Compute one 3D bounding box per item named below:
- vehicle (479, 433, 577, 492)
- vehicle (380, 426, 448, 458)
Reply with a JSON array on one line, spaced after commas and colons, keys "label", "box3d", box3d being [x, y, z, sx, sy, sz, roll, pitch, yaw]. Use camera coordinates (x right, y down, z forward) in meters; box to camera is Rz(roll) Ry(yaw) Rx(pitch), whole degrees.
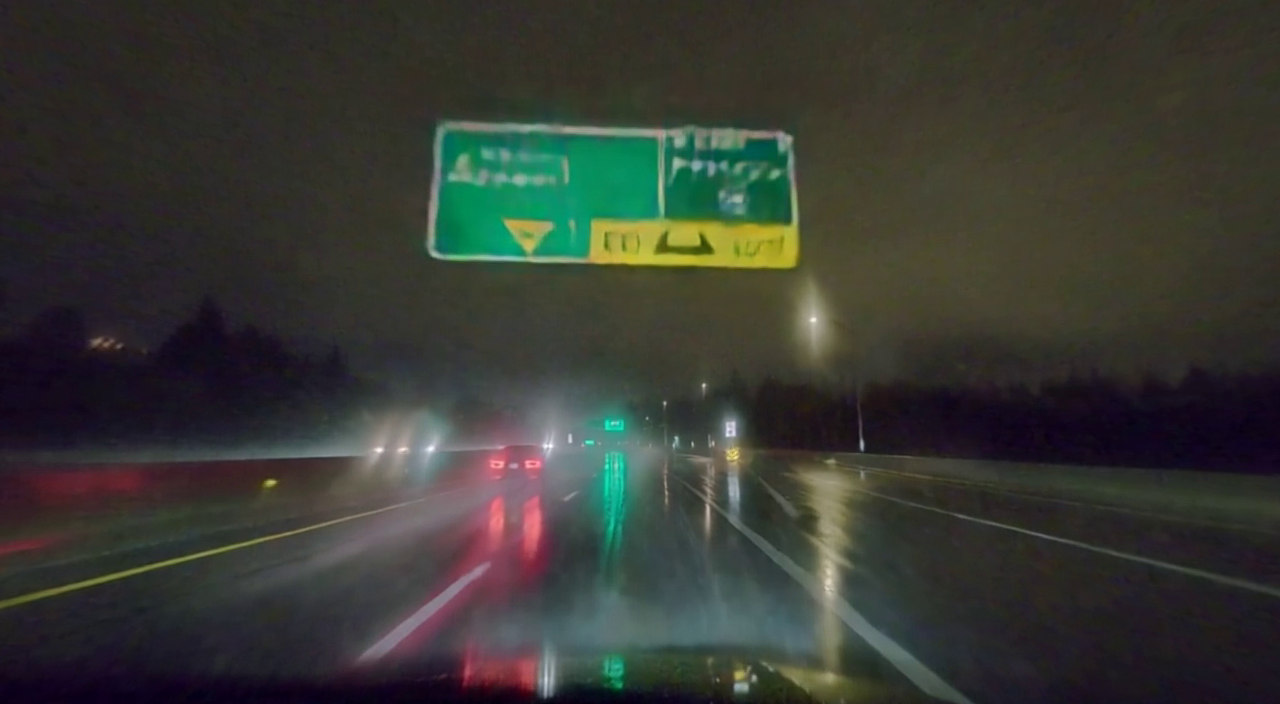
[{"label": "vehicle", "box3d": [-3.380, 3.451, 20.087, 2.160, 1.608, 5.012, 0, -8, 1]}, {"label": "vehicle", "box3d": [-12.670, 5.072, 35.566, 2.026, 1.678, 4.590, 0, -8, 1]}]
